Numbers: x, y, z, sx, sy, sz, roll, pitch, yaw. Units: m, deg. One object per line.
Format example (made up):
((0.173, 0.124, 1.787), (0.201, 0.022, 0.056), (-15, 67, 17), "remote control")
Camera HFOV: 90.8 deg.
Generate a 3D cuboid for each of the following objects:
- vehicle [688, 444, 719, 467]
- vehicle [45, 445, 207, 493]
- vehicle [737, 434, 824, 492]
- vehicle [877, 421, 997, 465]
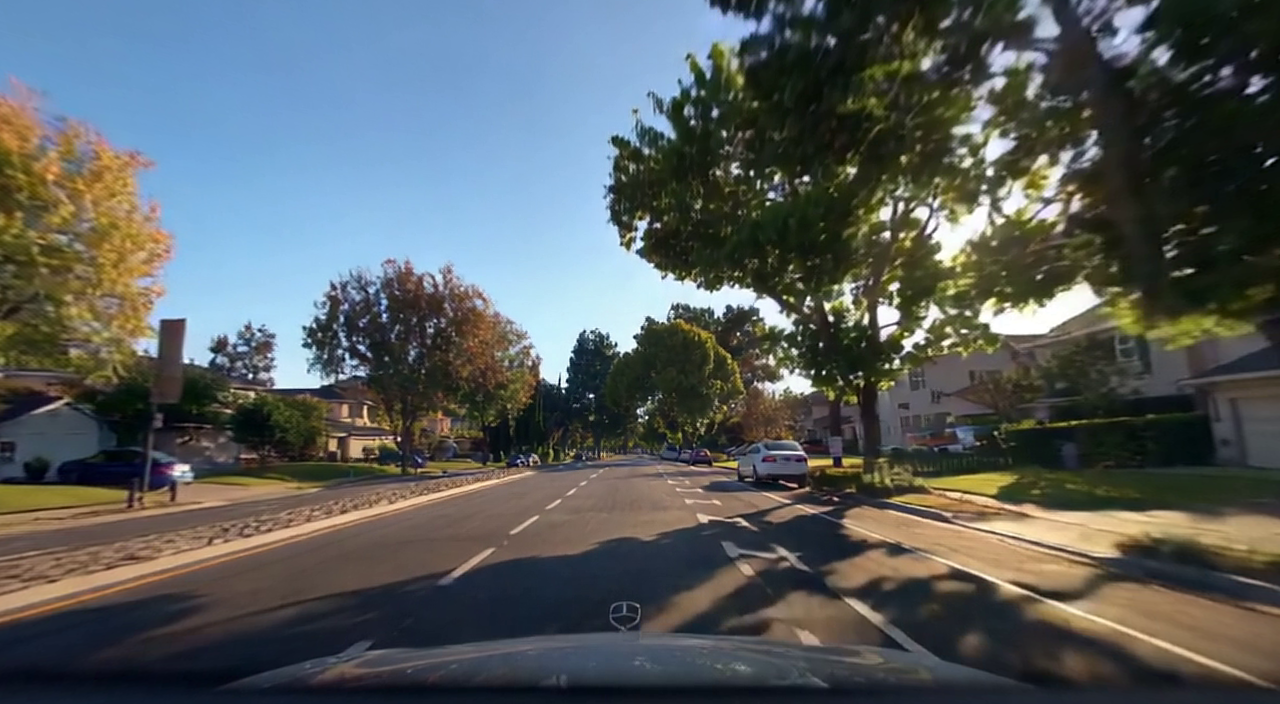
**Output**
((4.743, 7.823, 47.574), (1.934, 1.546, 5.009), (2, -10, 2), "vehicle")
((-20.488, 4.636, 25.302), (4.818, 1.625, 2.012), (1, -8, 5), "vehicle")
((4.990, 3.999, 23.080), (2.082, 1.763, 4.718), (3, -8, 0), "vehicle")
((15.701, 4.851, 33.667), (5.096, 1.931, 2.288), (-4, -9, 2), "vehicle")
